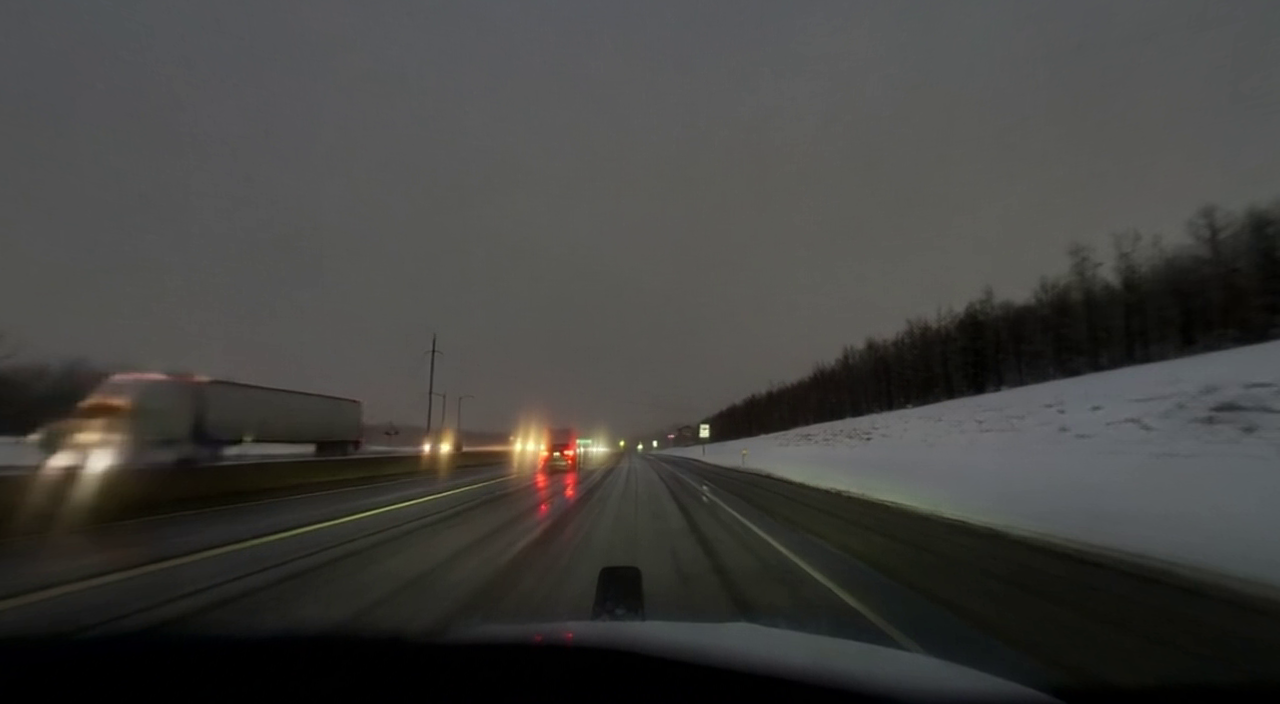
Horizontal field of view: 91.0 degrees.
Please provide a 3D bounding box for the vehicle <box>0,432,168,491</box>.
[{"bbox_3d":[-17.138,3.265,19.097,2.064,1.556,4.548,0,-8,0],"label":"vehicle"}]

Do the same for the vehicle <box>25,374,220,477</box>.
[{"bbox_3d":[-21.599,3.211,26.878,2.964,3.891,5.988,0,-8,0],"label":"vehicle"}]

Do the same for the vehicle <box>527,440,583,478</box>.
[{"bbox_3d":[-4.043,5.159,30.642,2.133,1.683,4.340,0,-8,0],"label":"vehicle"}]

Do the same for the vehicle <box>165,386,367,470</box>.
[{"bbox_3d":[-21.725,4.881,38.718,2.929,4.118,15.561,0,-9,0],"label":"vehicle"}]
